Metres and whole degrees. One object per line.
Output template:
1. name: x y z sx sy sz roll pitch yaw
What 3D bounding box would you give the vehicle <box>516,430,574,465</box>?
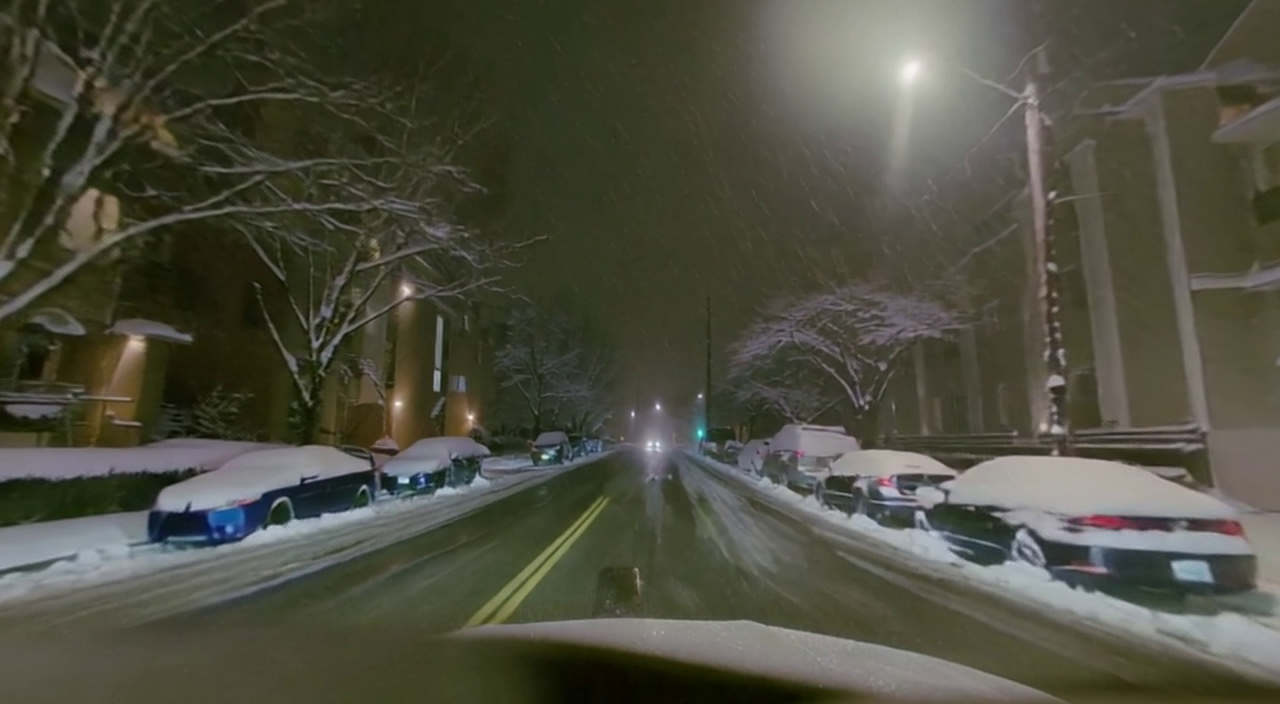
1. vehicle: -5.563 5.770 37.570 2.384 1.781 5.492 -3 -10 2

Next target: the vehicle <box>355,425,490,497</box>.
1. vehicle: -6.414 3.348 19.343 2.235 1.802 5.138 -3 -10 1

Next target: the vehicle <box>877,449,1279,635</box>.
1. vehicle: 4.542 1.860 7.358 1.977 1.410 4.744 0 -9 4

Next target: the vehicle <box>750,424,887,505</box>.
1. vehicle: 4.882 3.202 18.415 2.365 1.970 6.011 0 -9 1

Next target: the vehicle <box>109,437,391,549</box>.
1. vehicle: -6.468 2.372 11.267 2.067 1.510 4.501 -2 -9 2
